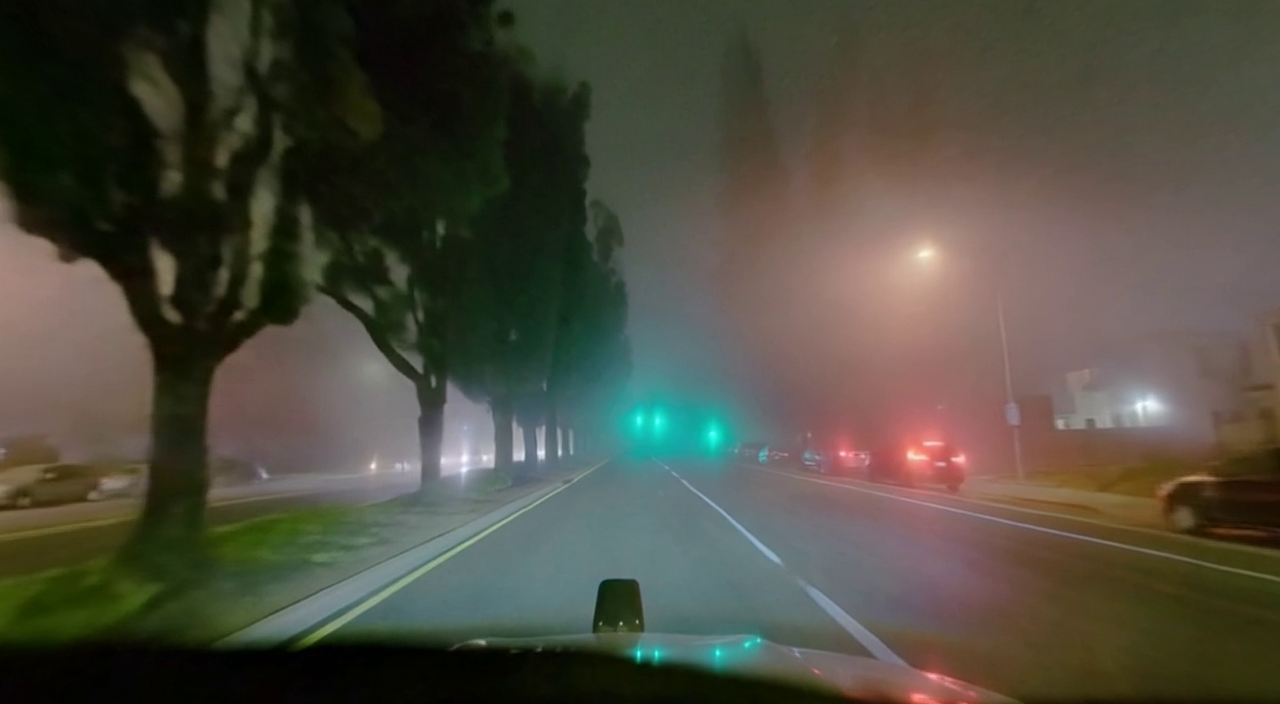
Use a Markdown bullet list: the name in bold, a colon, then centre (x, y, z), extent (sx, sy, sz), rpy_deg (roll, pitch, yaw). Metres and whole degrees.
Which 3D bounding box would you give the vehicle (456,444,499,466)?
- **vehicle**: centre (-11.622, 7.358, 45.453), extent (1.826, 1.472, 4.493), rpy_deg (-1, -8, 1)

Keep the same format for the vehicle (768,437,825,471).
- **vehicle**: centre (9.753, 6.418, 39.891), extent (2.176, 1.893, 5.744), rpy_deg (2, -8, 0)

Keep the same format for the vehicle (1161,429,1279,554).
- **vehicle**: centre (9.720, 1.852, 8.292), extent (1.949, 1.698, 4.351), rpy_deg (0, -8, -1)

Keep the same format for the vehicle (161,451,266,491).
- **vehicle**: centre (-18.501, 5.130, 27.635), extent (1.732, 1.460, 3.932), rpy_deg (-4, -8, 3)

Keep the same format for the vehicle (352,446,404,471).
- **vehicle**: centre (-18.488, 7.509, 44.774), extent (1.842, 1.660, 4.120), rpy_deg (0, -8, 0)

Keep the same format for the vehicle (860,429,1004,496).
- **vehicle**: centre (9.772, 3.729, 21.872), extent (2.209, 1.982, 5.787), rpy_deg (0, -8, 0)

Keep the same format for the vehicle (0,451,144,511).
- **vehicle**: centre (-18.466, 3.995, 19.943), extent (1.876, 1.502, 4.696), rpy_deg (-2, -7, 0)
